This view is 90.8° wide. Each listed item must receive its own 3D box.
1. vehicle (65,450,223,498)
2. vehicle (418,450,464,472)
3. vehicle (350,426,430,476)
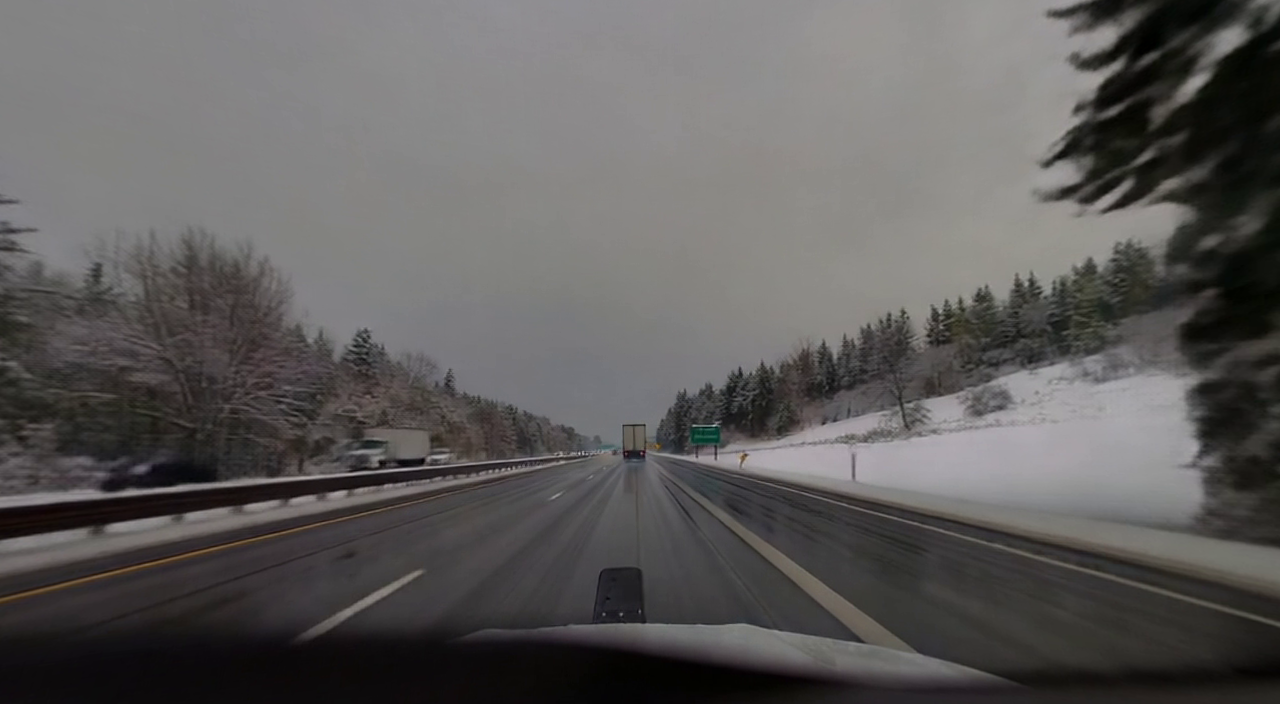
[{"bbox_3d":[-17.998,4.427,23.296,1.950,1.586,4.785,0,-9,0],"label":"vehicle"},{"bbox_3d":[-13.717,7.539,43.755,1.893,1.486,4.135,0,-9,0],"label":"vehicle"},{"bbox_3d":[-17.830,7.157,45.632,2.698,3.285,7.761,0,-9,-1],"label":"vehicle"}]
